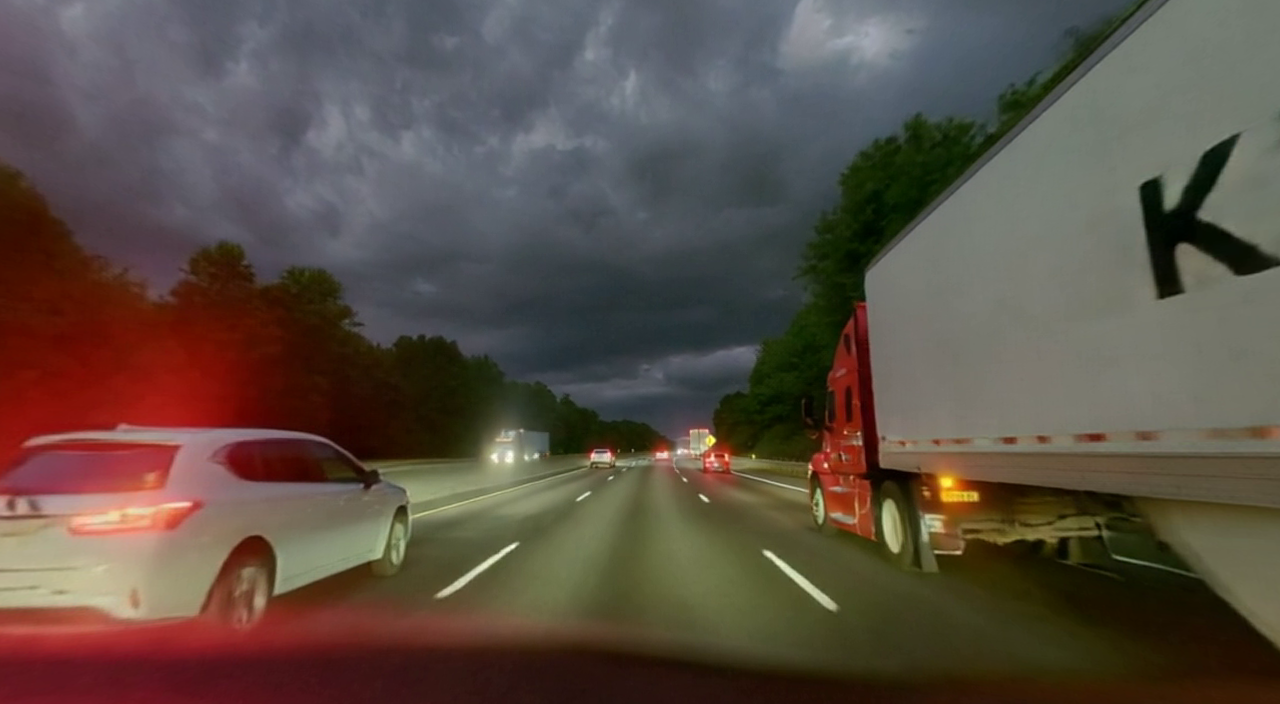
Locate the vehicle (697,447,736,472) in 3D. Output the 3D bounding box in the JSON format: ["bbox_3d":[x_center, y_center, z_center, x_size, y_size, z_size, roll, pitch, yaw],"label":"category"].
[{"bbox_3d":[5.035,7.148,41.939,2.176,1.598,3.878,0,-9,1],"label":"vehicle"}]

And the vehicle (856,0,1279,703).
[{"bbox_3d":[4.215,-0.346,2.395,2.914,3.998,11.103,0,-9,1],"label":"vehicle"}]

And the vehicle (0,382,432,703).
[{"bbox_3d":[-3.373,1.231,4.492,2.085,1.530,4.809,0,-9,1],"label":"vehicle"}]

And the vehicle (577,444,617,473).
[{"bbox_3d":[-2.624,6.640,39.390,2.017,1.683,4.309,0,-9,2],"label":"vehicle"}]
